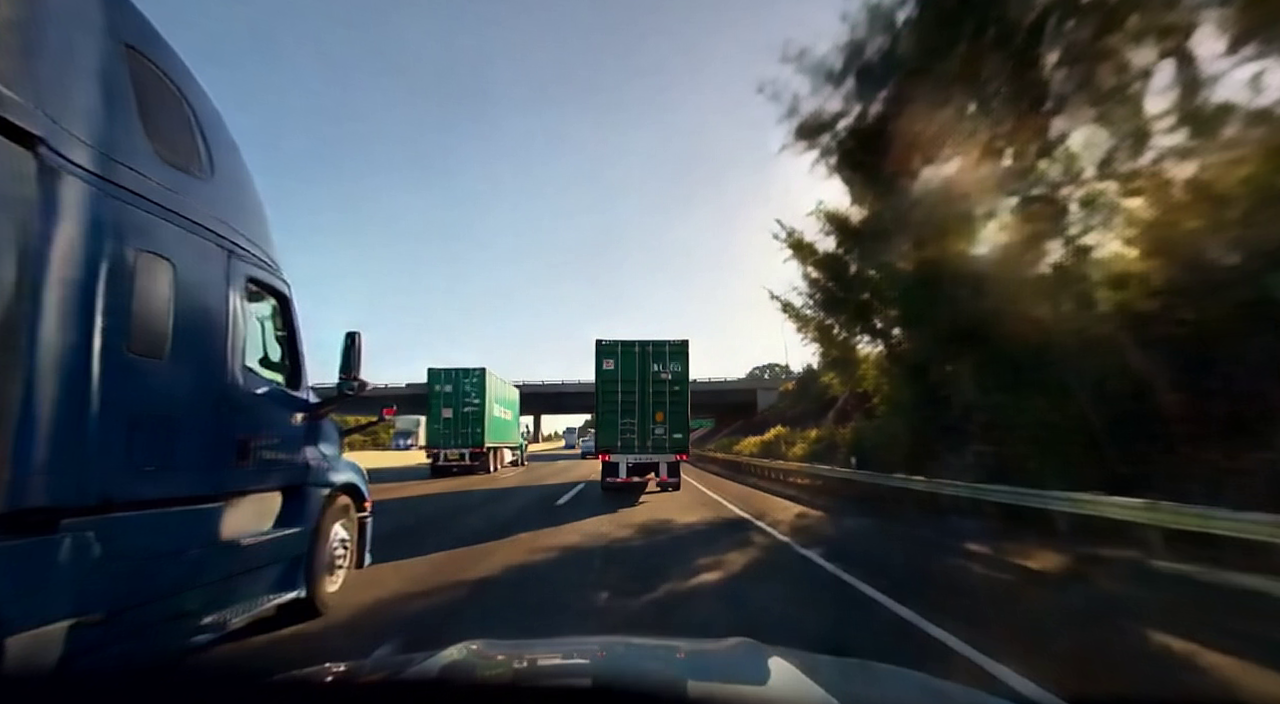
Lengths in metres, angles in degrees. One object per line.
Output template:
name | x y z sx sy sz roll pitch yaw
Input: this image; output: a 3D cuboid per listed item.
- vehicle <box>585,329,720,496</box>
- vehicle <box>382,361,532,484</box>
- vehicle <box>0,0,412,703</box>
vehicle | 0.189 2.053 19.745 3.357 4.212 7.519 0 -9 -2
vehicle | -7.240 3.265 27.523 3.023 4.139 11.860 0 -9 0
vehicle | -3.477 -0.272 1.496 3.187 3.949 6.963 0 -9 0
